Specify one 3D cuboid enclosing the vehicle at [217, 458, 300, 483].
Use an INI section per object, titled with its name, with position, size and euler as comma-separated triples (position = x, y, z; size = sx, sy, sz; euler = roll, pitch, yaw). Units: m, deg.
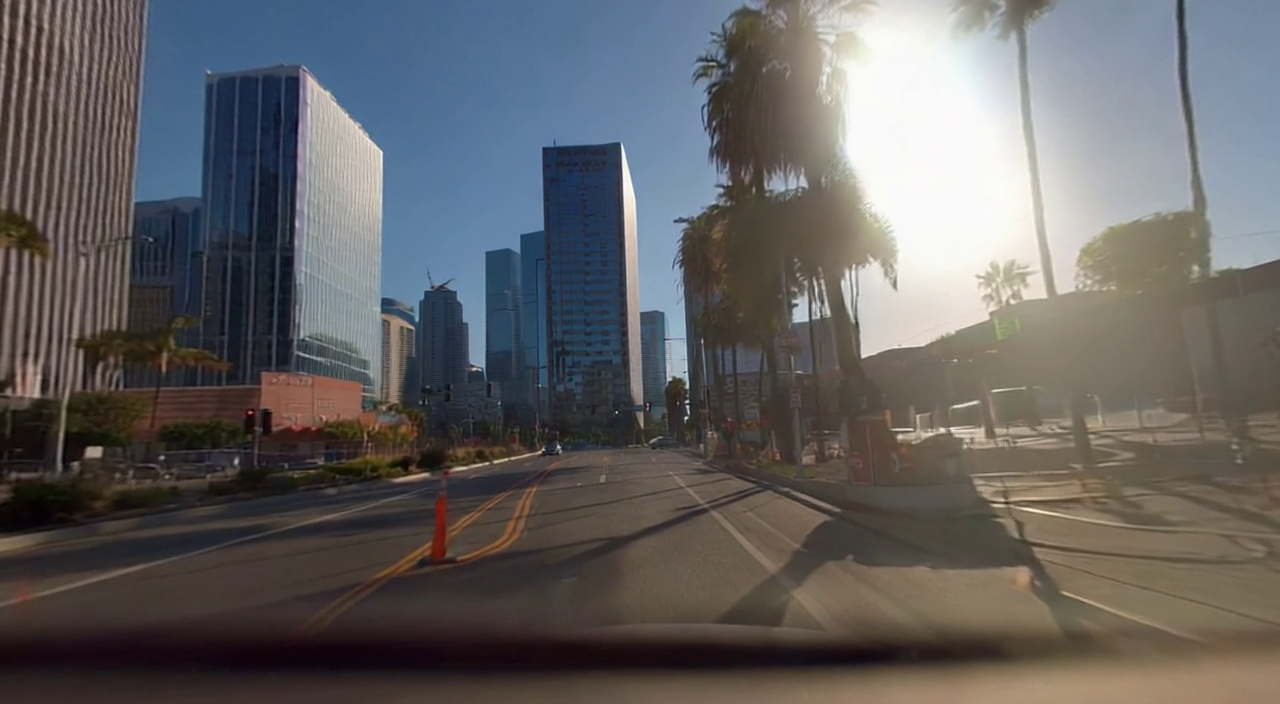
[vehicle]
position = -28.629, 8.880, 47.554
size = 1.979, 1.644, 4.875
euler = -5, -10, 30
